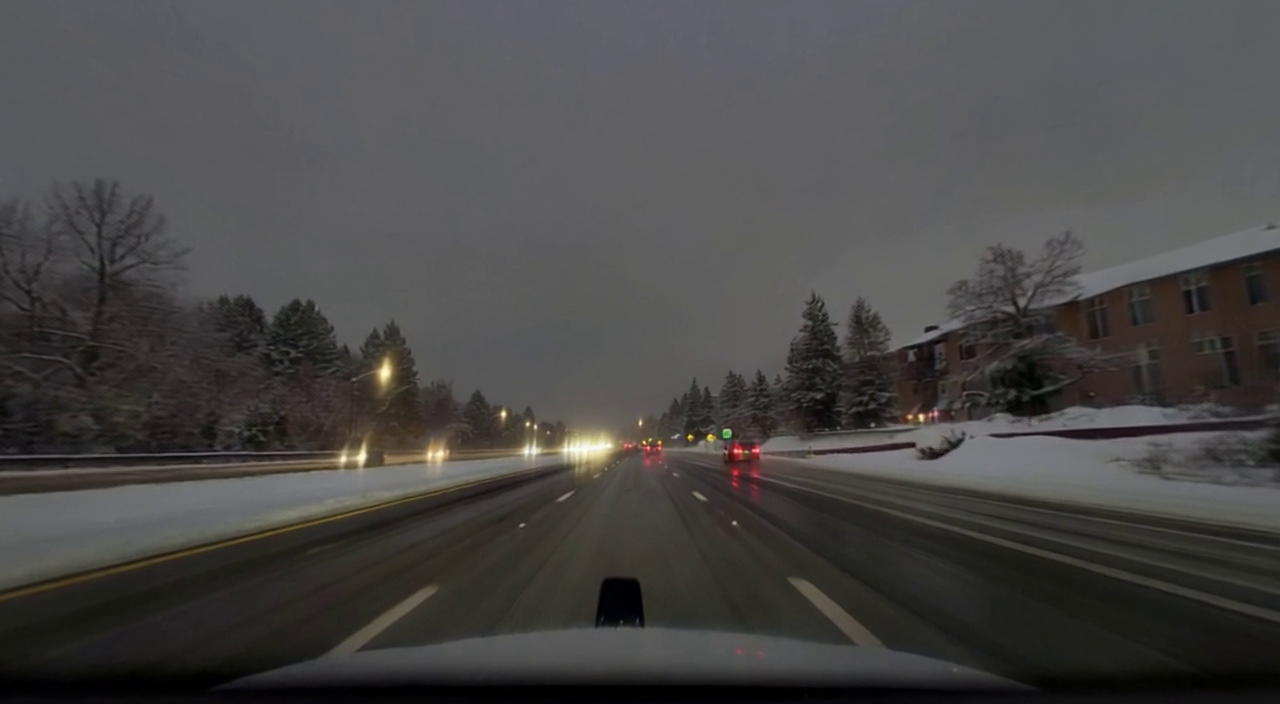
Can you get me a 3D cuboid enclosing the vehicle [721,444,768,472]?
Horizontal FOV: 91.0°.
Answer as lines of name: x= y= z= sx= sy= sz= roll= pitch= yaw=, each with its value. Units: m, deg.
vehicle: x=6.320 y=6.469 z=38.659 sx=2.085 sy=1.594 sz=4.848 roll=0 pitch=-9 yaw=0
